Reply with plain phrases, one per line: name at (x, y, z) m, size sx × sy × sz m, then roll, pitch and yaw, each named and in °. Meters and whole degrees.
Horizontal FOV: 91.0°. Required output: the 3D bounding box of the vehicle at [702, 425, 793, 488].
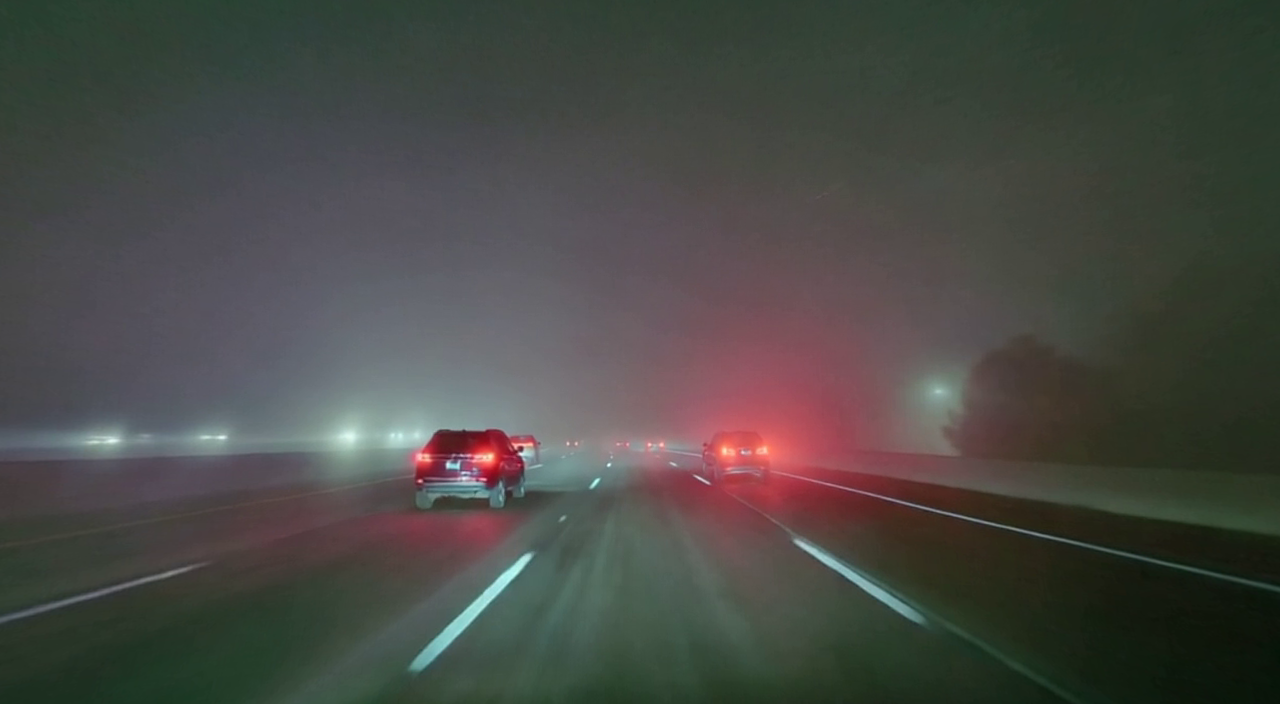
vehicle at (3.433, 3.481, 21.186) m, size 2.153 × 1.860 × 4.689 m, roll 0°, pitch -9°, yaw -1°

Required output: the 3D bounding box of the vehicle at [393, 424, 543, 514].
vehicle at (-3.719, 2.631, 14.624) m, size 2.214 × 1.743 × 4.465 m, roll 0°, pitch -9°, yaw 0°
